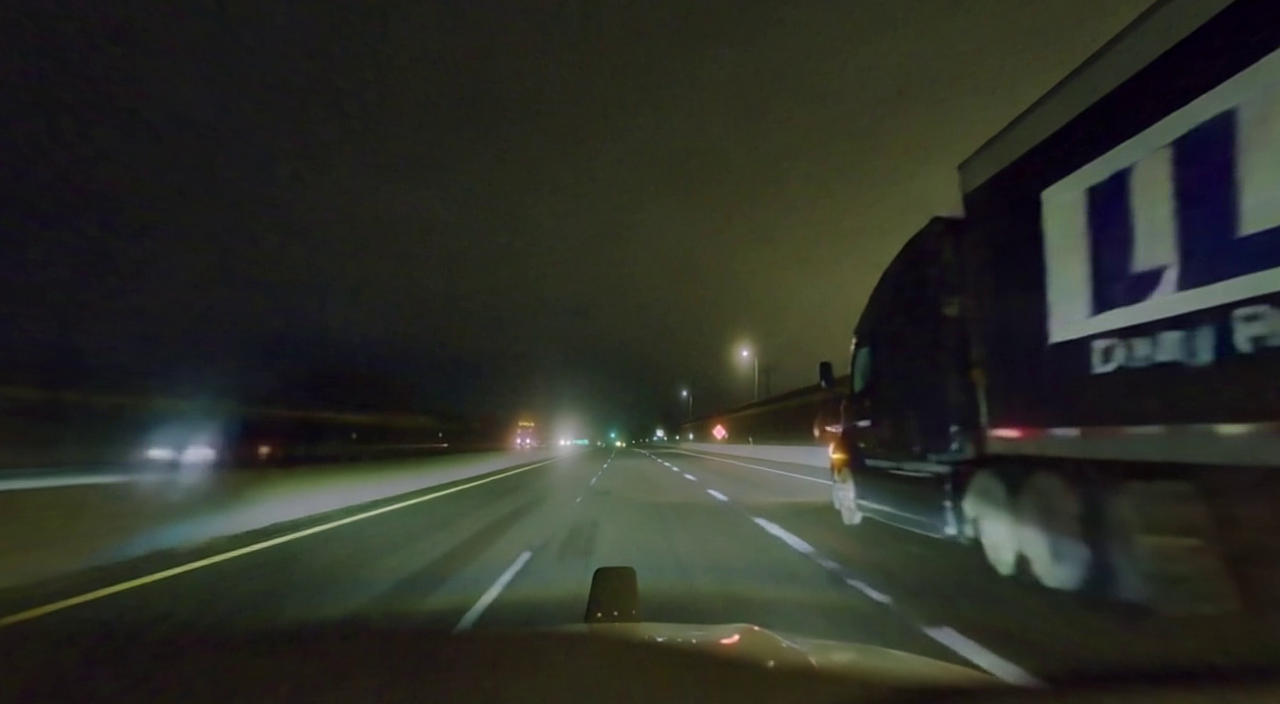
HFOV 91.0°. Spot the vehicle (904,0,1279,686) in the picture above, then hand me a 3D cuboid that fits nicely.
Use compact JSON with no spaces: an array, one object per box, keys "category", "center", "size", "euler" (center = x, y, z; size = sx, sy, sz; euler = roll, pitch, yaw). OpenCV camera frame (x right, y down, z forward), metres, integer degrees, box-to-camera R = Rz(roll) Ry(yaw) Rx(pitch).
[{"category":"vehicle","center":[4.949,-0.337,2.746],"size":[3.041,4.012,10.162],"euler":[0,-8,-1]}]
